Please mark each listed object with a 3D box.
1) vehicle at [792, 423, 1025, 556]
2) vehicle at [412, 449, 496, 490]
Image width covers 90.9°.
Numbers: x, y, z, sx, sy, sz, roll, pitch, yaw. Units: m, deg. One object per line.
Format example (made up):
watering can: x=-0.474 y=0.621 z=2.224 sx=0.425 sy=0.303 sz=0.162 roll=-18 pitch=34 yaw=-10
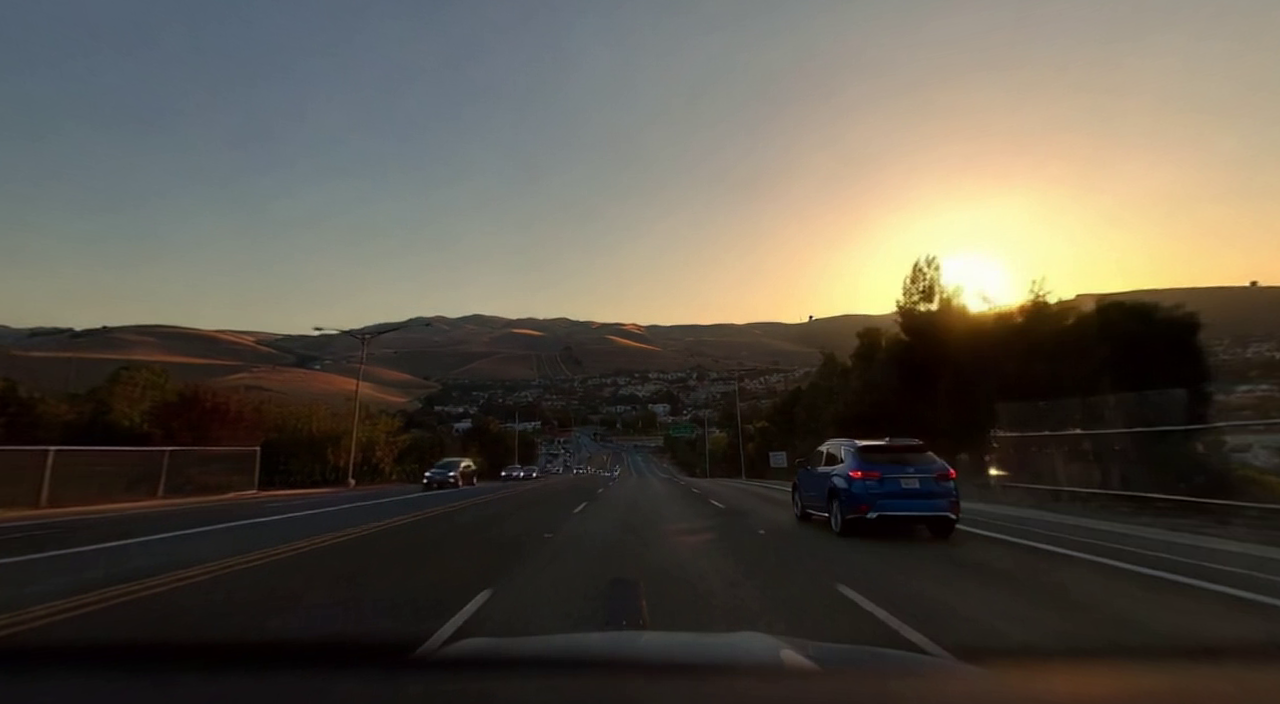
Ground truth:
vehicle: x=4.050 y=2.140 z=10.496 sx=1.989 sy=1.730 sz=4.324 roll=0 pitch=-9 yaw=1
vehicle: x=-10.046 y=6.386 z=34.741 sx=2.597 sy=2.034 sz=6.006 roll=0 pitch=-9 yaw=2
